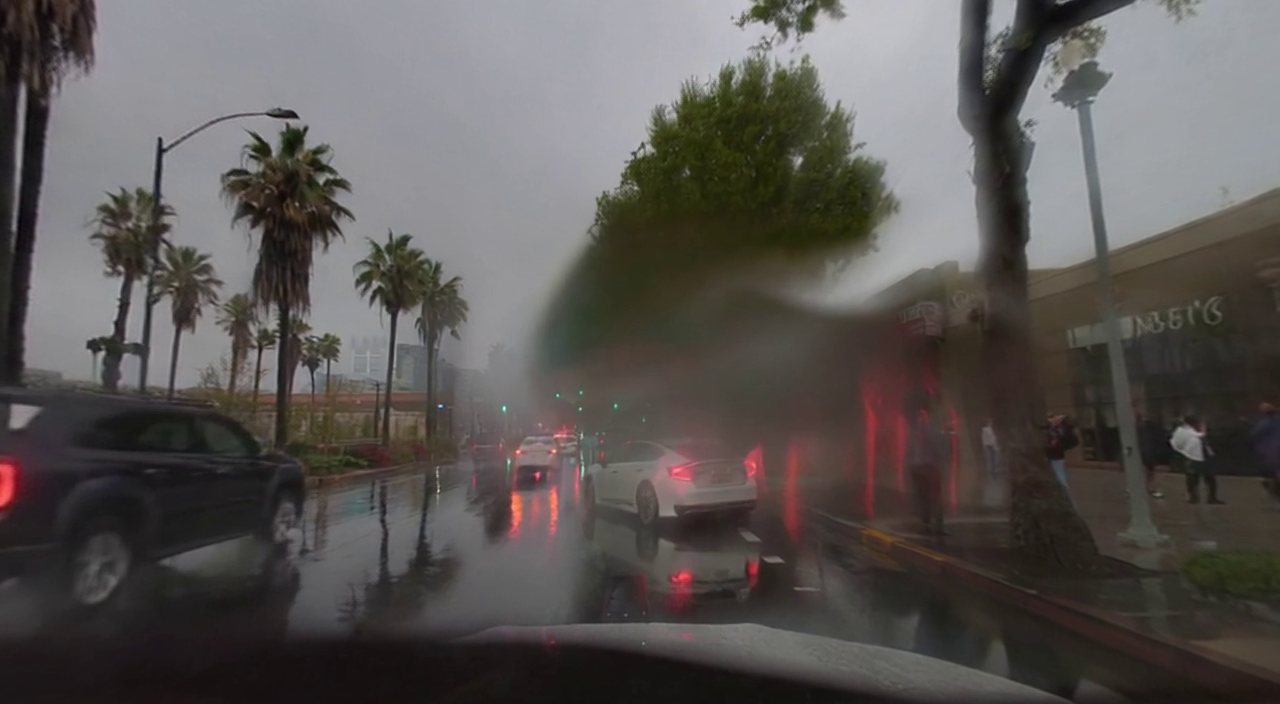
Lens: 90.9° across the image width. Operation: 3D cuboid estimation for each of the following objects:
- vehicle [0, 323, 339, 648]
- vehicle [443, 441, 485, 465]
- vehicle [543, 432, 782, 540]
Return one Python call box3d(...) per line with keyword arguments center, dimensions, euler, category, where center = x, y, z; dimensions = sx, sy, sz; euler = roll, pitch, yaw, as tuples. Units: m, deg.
box3d(center=(-5.296, 1.199, 6.258), dimensions=(2.164, 2.047, 5.455), euler=(0, -9, -3), category="vehicle")
box3d(center=(-11.920, 6.867, 42.997), dimensions=(1.930, 1.583, 4.423), euler=(0, -9, -5), category="vehicle")
box3d(center=(0.113, 2.220, 11.186), dimensions=(1.930, 1.477, 4.657), euler=(5, -10, -31), category="vehicle")
